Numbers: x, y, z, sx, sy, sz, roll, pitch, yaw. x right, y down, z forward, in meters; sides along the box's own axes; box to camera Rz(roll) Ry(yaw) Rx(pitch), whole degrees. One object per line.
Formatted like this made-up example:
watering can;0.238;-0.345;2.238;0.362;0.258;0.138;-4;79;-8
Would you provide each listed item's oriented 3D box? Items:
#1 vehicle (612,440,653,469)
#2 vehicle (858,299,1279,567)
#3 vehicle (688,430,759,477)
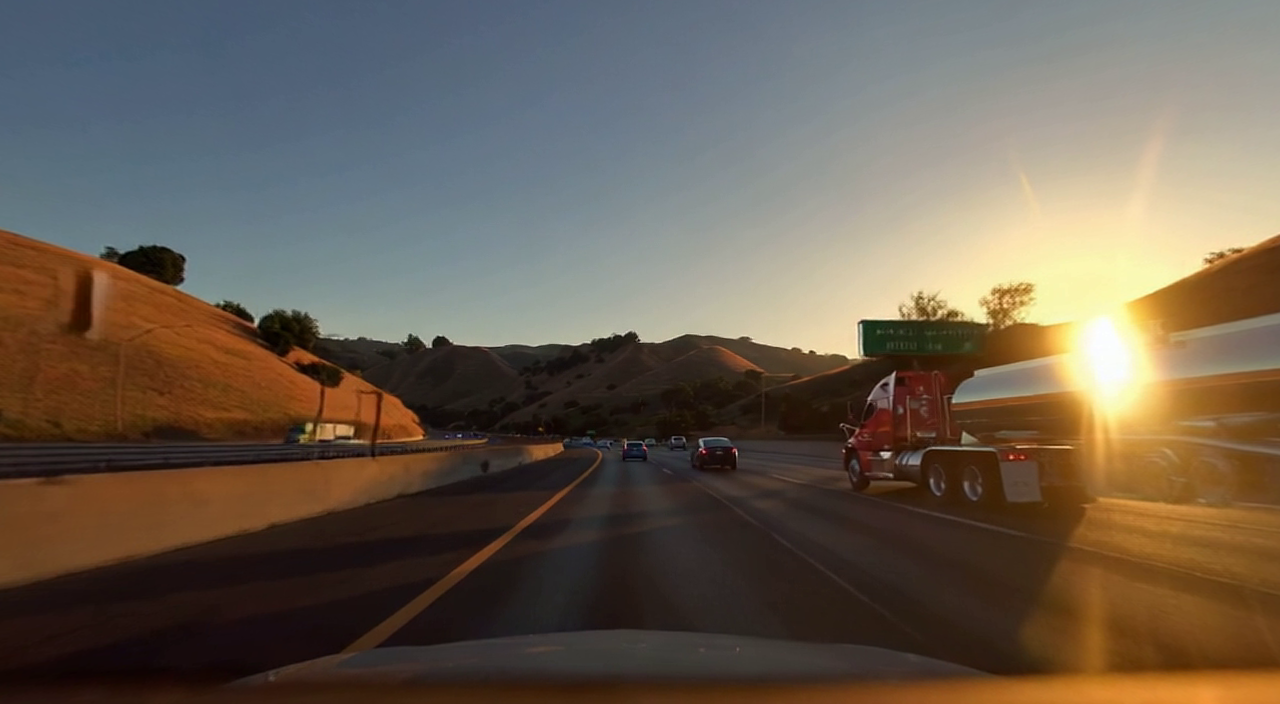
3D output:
vehicle;-0.471;5.558;34.294;2.083;1.477;3.965;0;-9;-2
vehicle;7.394;1.583;11.869;2.880;2.975;9.608;0;-9;-2
vehicle;3.361;4.219;26.400;2.098;1.794;4.561;0;-9;-3
